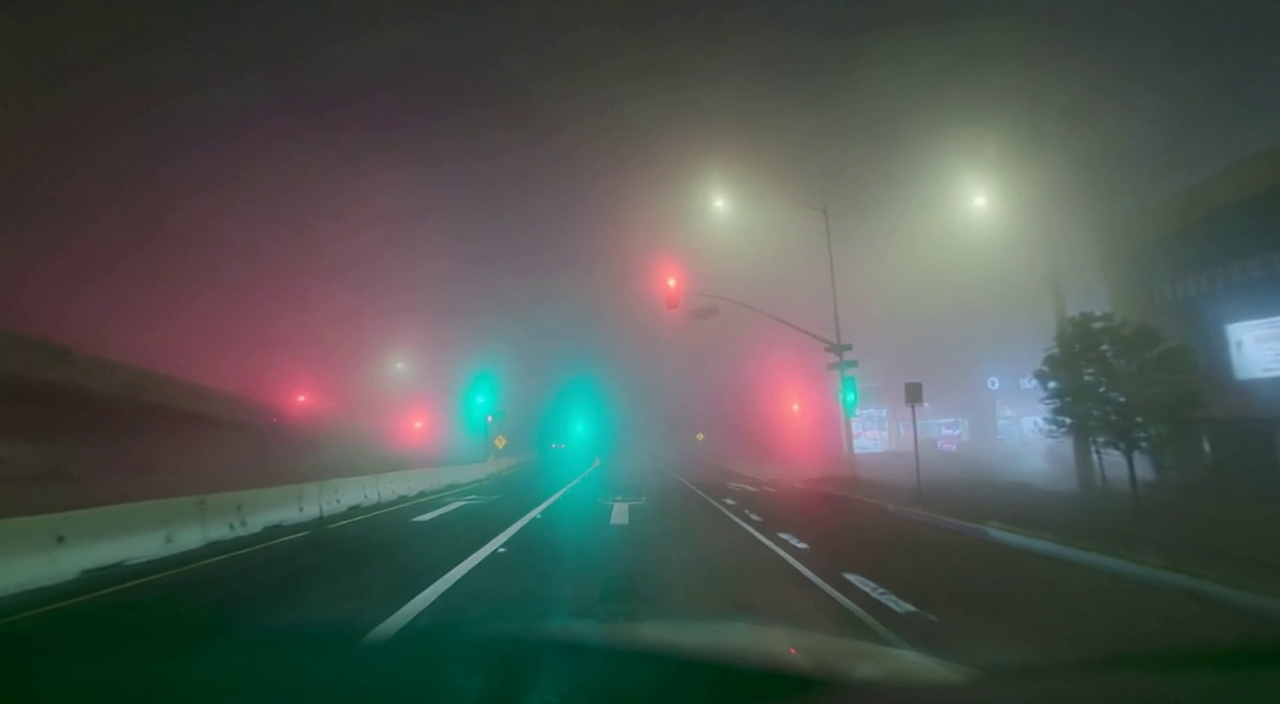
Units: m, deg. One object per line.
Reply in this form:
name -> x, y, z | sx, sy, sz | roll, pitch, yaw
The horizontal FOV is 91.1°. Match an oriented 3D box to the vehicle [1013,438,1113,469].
vehicle -> 22.057, 5.286, 32.870 | 1.717, 1.486, 3.824 | 4, -10, -32
